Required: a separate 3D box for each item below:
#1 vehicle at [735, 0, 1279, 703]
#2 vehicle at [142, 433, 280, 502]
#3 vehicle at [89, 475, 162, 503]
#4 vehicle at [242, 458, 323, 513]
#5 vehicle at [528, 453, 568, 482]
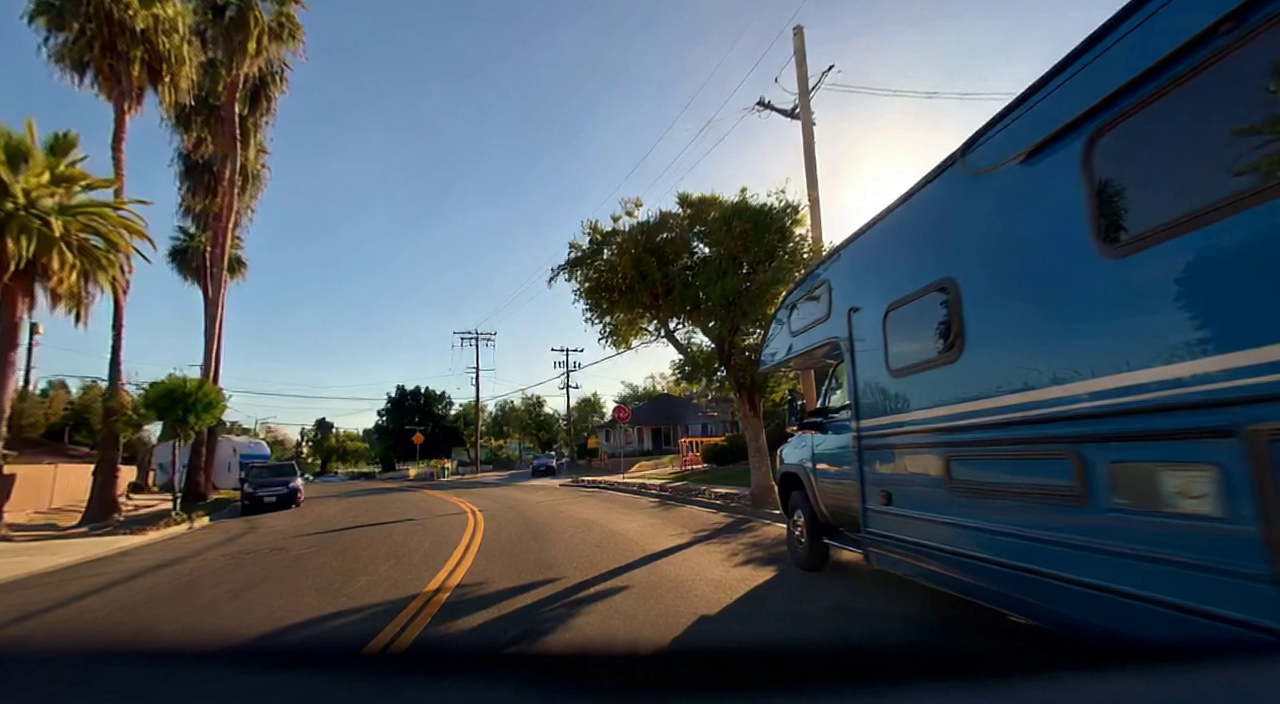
[{"bbox_3d":[2.885,0.361,4.482,2.853,3.082,7.767,0,-9,-3],"label":"vehicle"},{"bbox_3d":[-26.715,7.000,39.021,11.364,3.720,3.216,-7,-11,37],"label":"vehicle"},{"bbox_3d":[-36.823,9.746,45.185,4.527,1.732,2.059,-4,-9,24],"label":"vehicle"},{"bbox_3d":[-12.070,4.411,21.423,2.085,1.545,4.340,4,-10,-28],"label":"vehicle"},{"bbox_3d":[-6.914,8.524,46.926,2.508,1.887,5.930,2,-9,-12],"label":"vehicle"}]
